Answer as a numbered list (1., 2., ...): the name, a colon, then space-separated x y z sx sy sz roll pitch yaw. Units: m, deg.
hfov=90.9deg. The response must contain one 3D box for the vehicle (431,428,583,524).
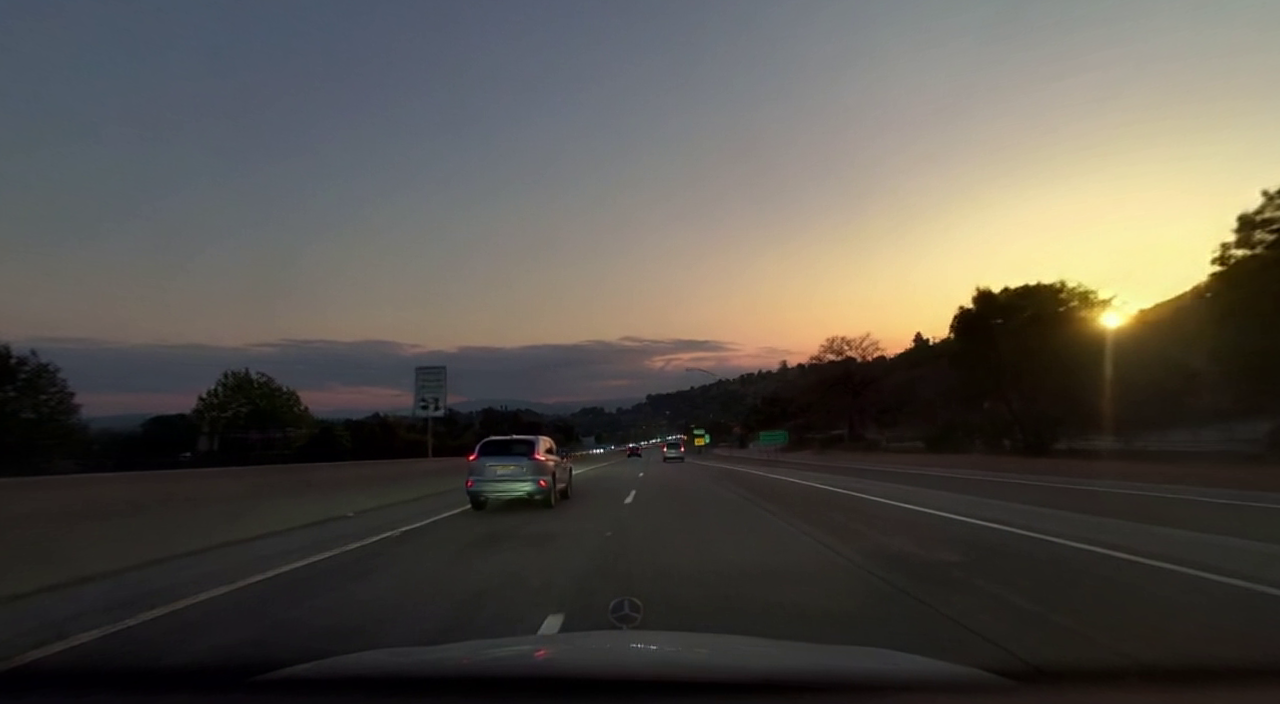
1. vehicle: -2.595 2.574 13.615 2.143 1.693 4.513 -1 -9 2

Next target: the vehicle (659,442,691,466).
1. vehicle: 2.436 7.151 44.384 2.073 1.621 3.993 -1 -9 1
